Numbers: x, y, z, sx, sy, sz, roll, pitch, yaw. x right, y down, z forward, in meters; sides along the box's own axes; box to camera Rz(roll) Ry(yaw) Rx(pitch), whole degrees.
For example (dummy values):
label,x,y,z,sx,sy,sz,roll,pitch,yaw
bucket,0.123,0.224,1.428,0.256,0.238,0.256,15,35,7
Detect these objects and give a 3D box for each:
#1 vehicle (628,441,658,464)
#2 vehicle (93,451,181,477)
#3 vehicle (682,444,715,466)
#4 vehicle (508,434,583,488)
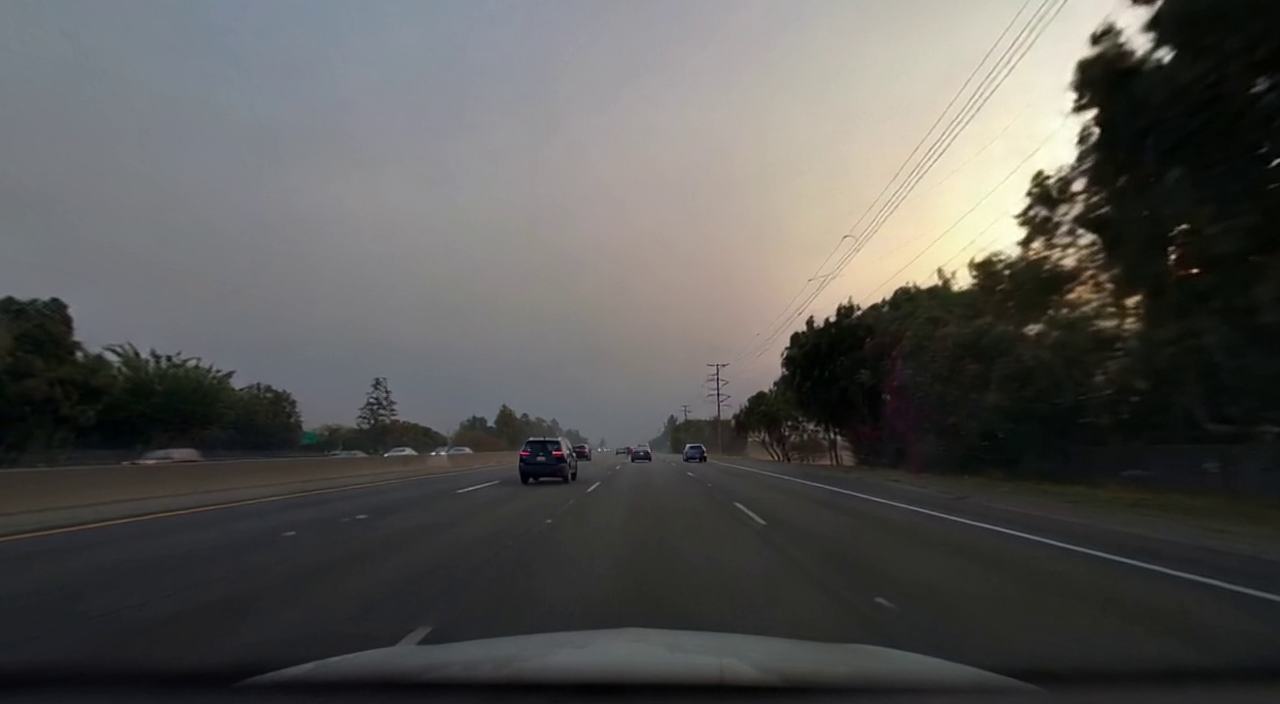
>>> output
label,x,y,z,sx,sy,sz,roll,pitch,yaw
vehicle,0.207,7.610,47.697,2.156,1.647,3.987,0,-8,1
vehicle,-32.399,7.198,40.782,1.904,1.558,4.504,0,-8,1
vehicle,4.195,7.415,45.675,1.964,1.479,4.252,0,-8,-1
vehicle,-3.221,3.797,22.314,1.961,1.704,4.052,0,-8,1
